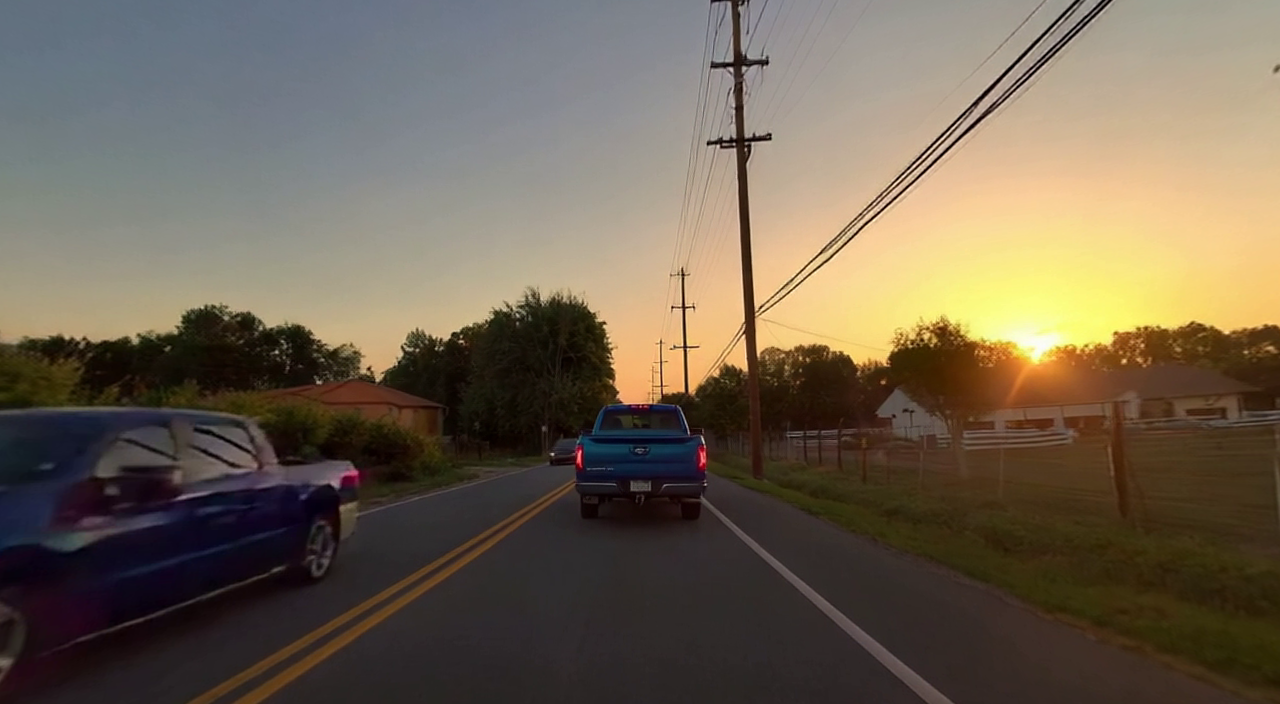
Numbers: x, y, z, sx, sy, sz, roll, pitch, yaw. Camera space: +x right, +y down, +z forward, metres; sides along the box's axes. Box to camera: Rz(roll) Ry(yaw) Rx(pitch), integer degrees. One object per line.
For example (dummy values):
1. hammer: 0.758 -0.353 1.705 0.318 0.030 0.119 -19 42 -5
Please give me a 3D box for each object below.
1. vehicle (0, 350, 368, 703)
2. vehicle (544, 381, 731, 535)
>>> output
1. vehicle: -4.132 1.156 4.643 2.193 1.805 4.657 0 -8 0
2. vehicle: -0.081 1.962 12.161 2.693 2.223 5.885 0 -8 -1
